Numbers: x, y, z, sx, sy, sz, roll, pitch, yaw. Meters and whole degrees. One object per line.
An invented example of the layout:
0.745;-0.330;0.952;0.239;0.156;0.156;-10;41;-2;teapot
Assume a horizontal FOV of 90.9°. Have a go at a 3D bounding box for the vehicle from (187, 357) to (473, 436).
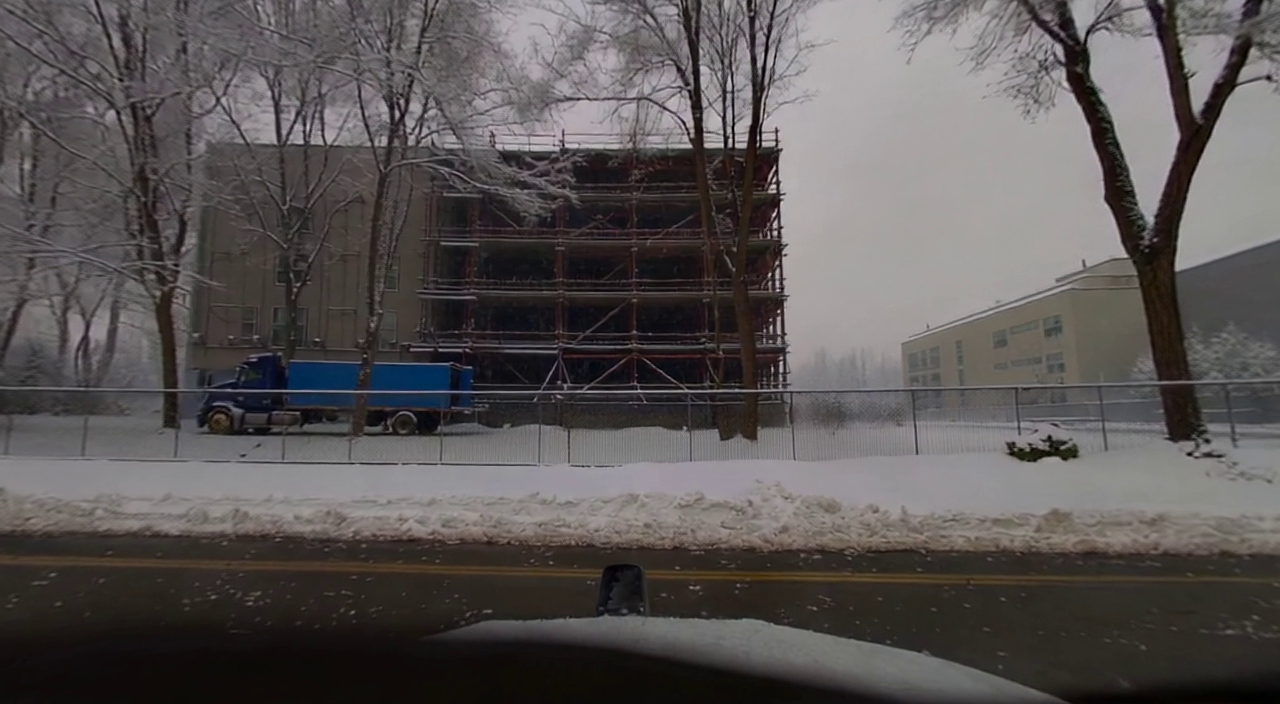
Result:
-16.953;2.637;35.584;14.067;4.099;2.832;1;-9;-7;vehicle
